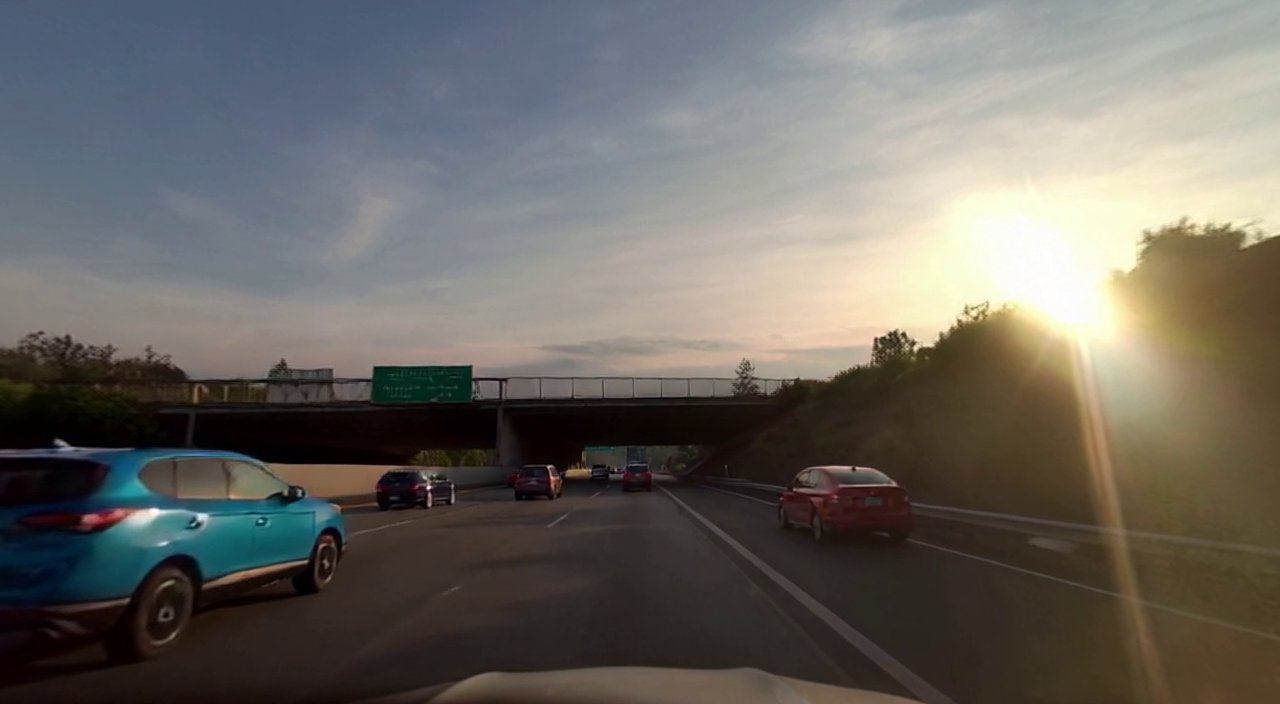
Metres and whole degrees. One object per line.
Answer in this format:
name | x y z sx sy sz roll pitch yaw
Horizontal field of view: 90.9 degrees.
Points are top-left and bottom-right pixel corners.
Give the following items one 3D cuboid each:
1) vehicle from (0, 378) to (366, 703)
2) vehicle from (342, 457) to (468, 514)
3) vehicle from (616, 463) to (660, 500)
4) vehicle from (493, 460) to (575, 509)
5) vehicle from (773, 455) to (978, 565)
vehicle | -4.103 1.307 4.765 2.069 1.699 4.452 1 -11 -1
vehicle | -7.242 4.199 20.051 2.142 1.545 4.708 1 -11 1
vehicle | -0.111 6.229 30.520 1.992 1.601 3.762 1 -11 0
vehicle | -3.705 4.765 22.914 2.102 1.521 4.687 1 -11 1
vehicle | 3.859 2.677 11.225 1.992 1.557 4.017 1 -11 -1
